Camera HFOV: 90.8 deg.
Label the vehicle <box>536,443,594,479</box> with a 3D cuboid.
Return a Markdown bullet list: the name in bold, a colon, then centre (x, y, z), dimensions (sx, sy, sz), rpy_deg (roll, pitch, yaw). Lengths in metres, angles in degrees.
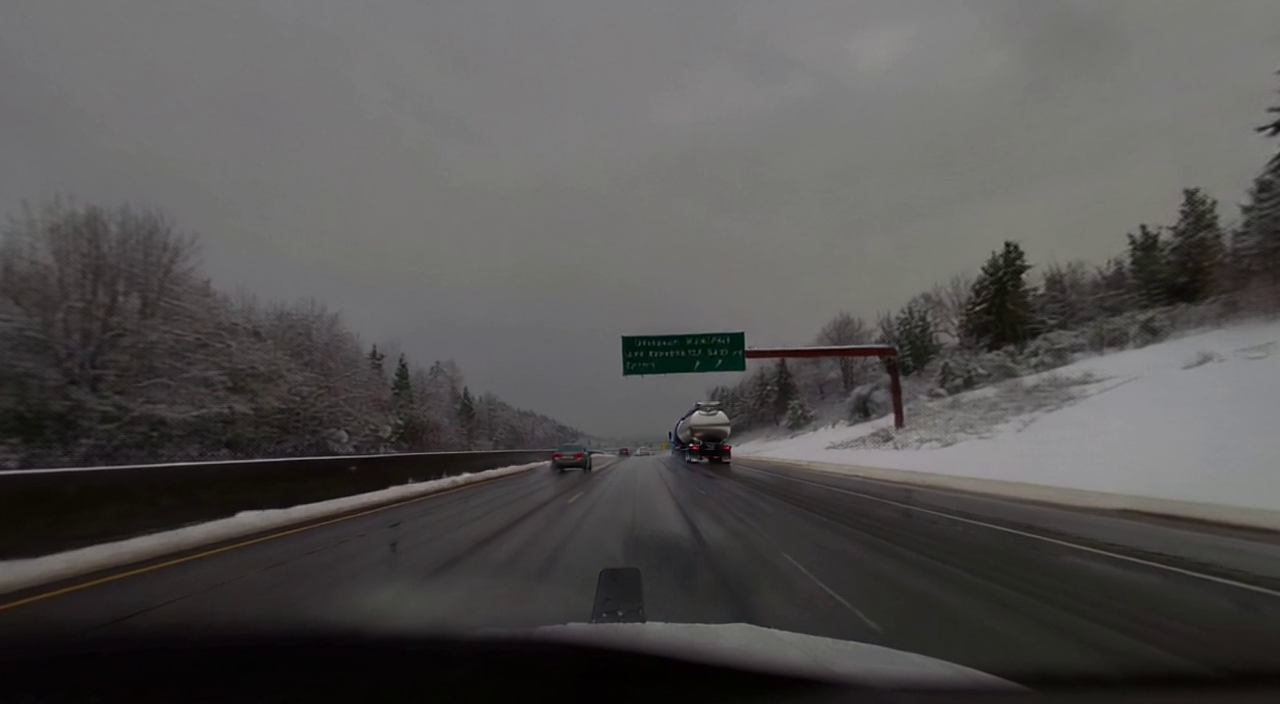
- **vehicle**: centre (-3.302, 4.888, 28.581), dimensions (1.986, 1.458, 4.506), rpy_deg (0, -9, 1)

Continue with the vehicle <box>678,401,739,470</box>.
- **vehicle**: centre (3.990, 5.268, 39.109), dimensions (2.759, 3.734, 9.708), rpy_deg (0, -9, 0)
